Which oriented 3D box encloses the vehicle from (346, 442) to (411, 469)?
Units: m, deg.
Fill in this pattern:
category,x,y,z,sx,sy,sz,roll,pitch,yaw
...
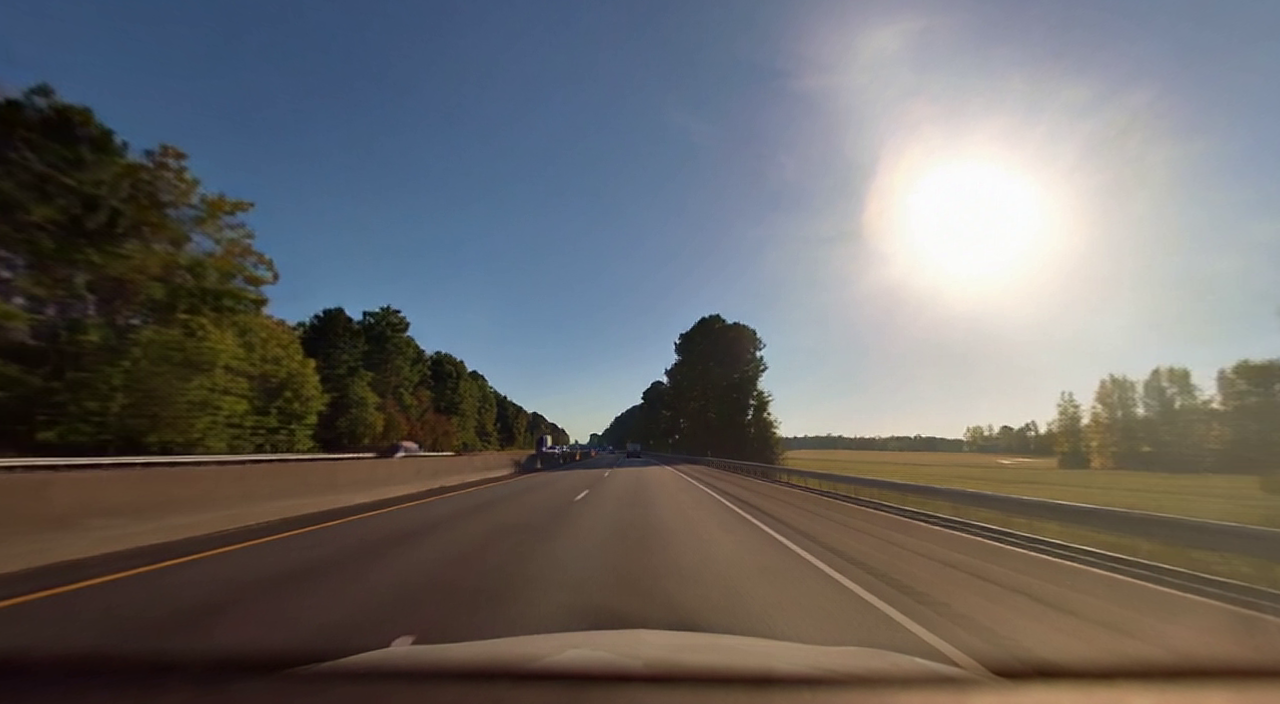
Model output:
category,x,y,z,sx,sy,sz,roll,pitch,yaw
vehicle,-14.992,5.967,36.414,1.860,1.472,4.557,0,-9,-1
